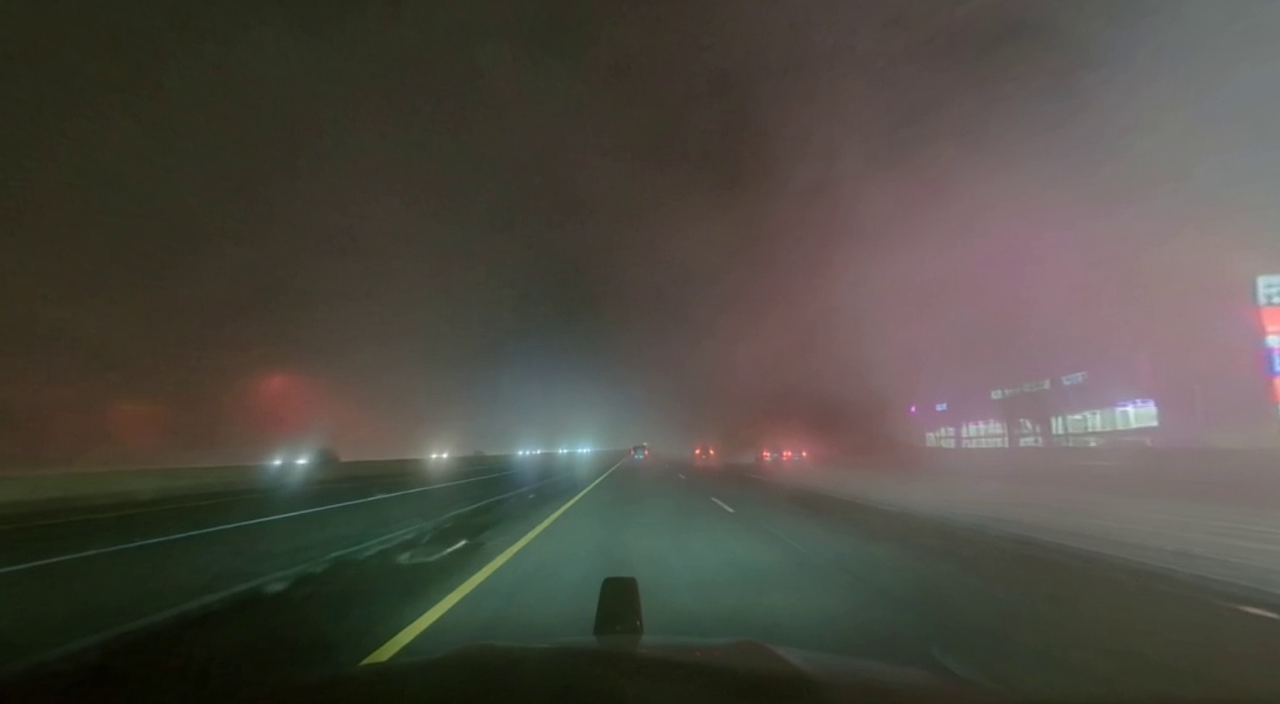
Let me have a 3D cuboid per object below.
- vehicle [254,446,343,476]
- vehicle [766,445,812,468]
[{"bbox_3d":[-20.449,6.527,38.193,2.347,1.680,5.524,0,-8,0],"label":"vehicle"},{"bbox_3d":[10.269,7.246,43.968,1.953,1.473,4.512,0,-8,-2],"label":"vehicle"}]
